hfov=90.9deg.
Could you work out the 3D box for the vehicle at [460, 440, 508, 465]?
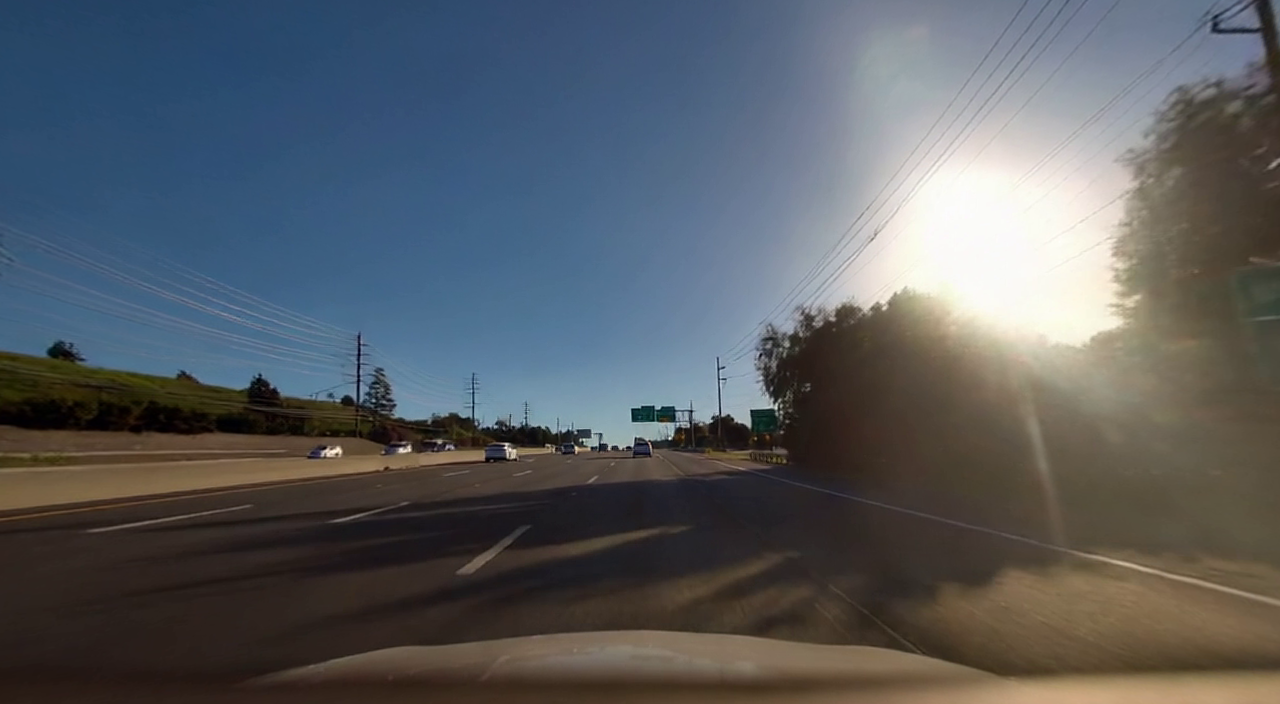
[{"bbox_3d":[-10.150,6.563,41.367,1.947,1.528,4.355,0,-8,1],"label":"vehicle"}]
